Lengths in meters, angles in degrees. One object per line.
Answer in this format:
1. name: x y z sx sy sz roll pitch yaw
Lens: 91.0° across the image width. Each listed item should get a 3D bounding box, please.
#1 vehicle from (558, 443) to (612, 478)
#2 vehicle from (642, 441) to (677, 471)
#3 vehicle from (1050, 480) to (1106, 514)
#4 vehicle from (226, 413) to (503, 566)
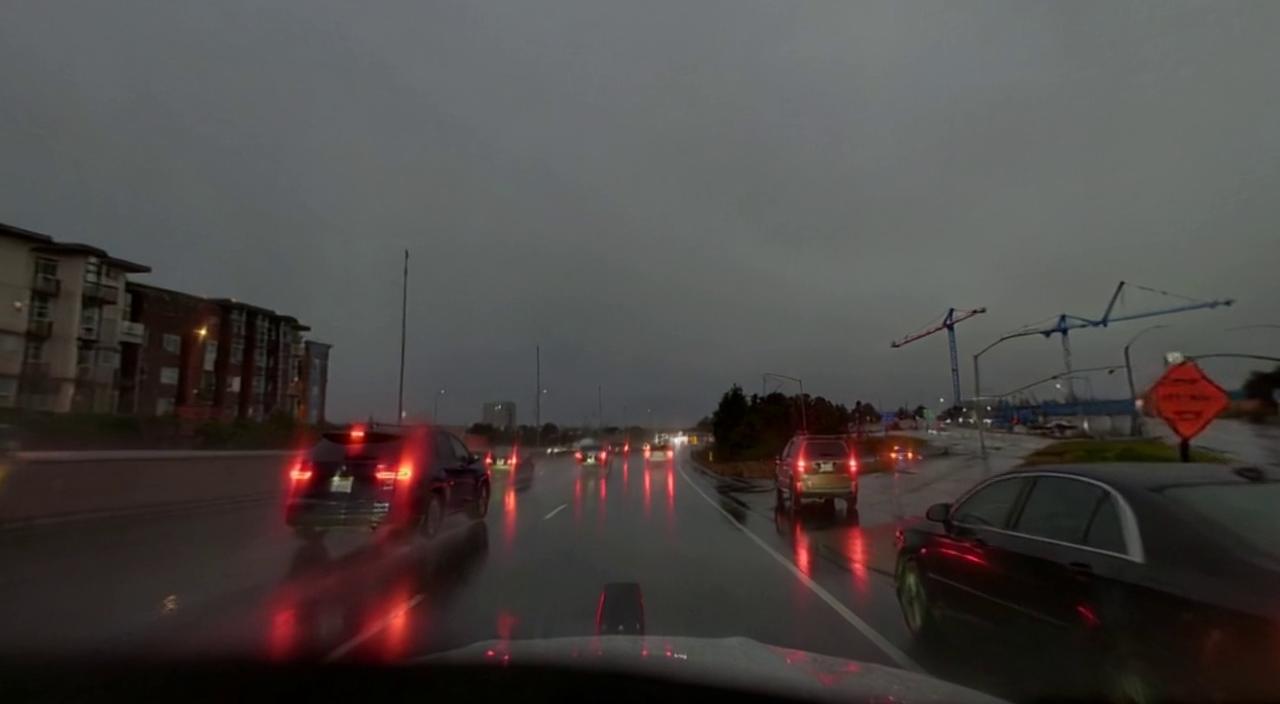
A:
1. vehicle: -2.724 5.526 32.352 2.109 1.657 4.554 0 -8 4
2. vehicle: 1.222 6.557 39.761 2.116 1.763 4.352 0 -9 1
3. vehicle: 25.166 8.306 36.308 1.873 1.547 4.240 -4 -9 25
4. vehicle: -3.639 1.899 9.459 2.045 1.710 4.382 0 -8 2
